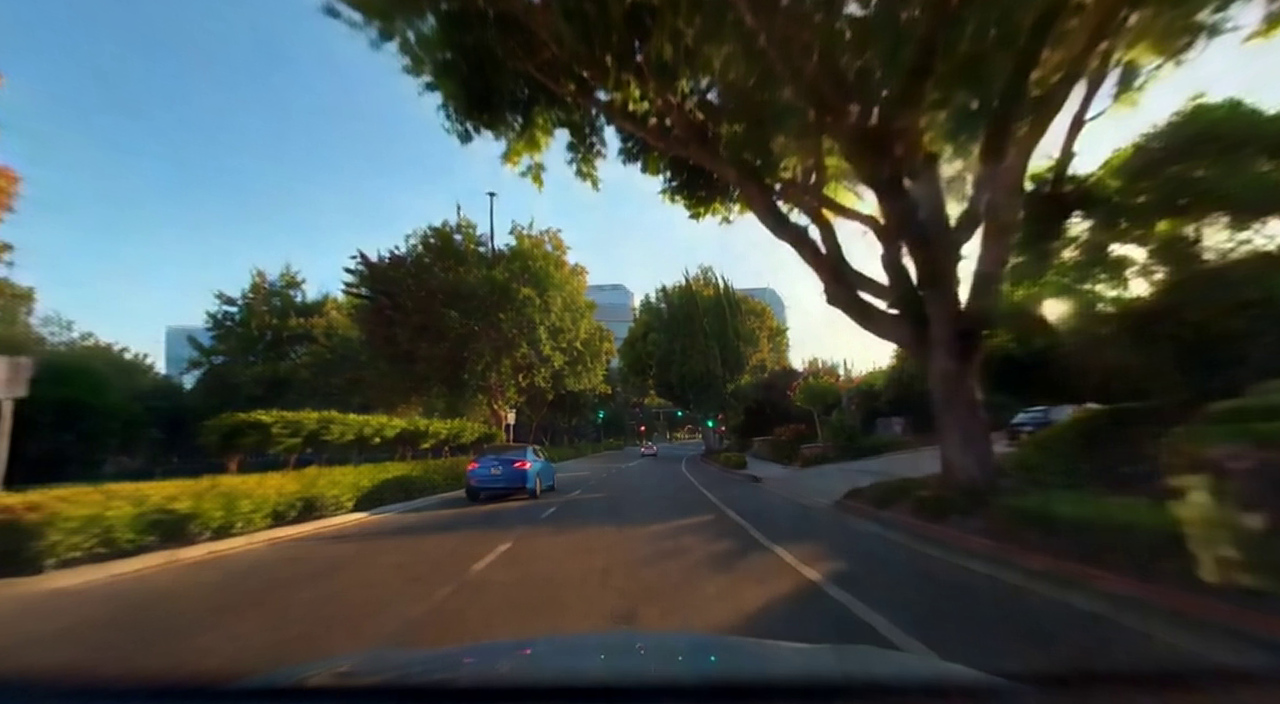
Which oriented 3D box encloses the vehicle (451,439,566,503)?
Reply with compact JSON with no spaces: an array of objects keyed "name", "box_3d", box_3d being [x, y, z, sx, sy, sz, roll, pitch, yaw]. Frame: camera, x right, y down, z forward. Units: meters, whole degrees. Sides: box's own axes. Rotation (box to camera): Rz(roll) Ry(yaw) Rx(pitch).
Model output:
[{"name":"vehicle","box_3d":[-3.364,3.165,17.239,2.038,1.486,4.678,0,-9,1]}]
